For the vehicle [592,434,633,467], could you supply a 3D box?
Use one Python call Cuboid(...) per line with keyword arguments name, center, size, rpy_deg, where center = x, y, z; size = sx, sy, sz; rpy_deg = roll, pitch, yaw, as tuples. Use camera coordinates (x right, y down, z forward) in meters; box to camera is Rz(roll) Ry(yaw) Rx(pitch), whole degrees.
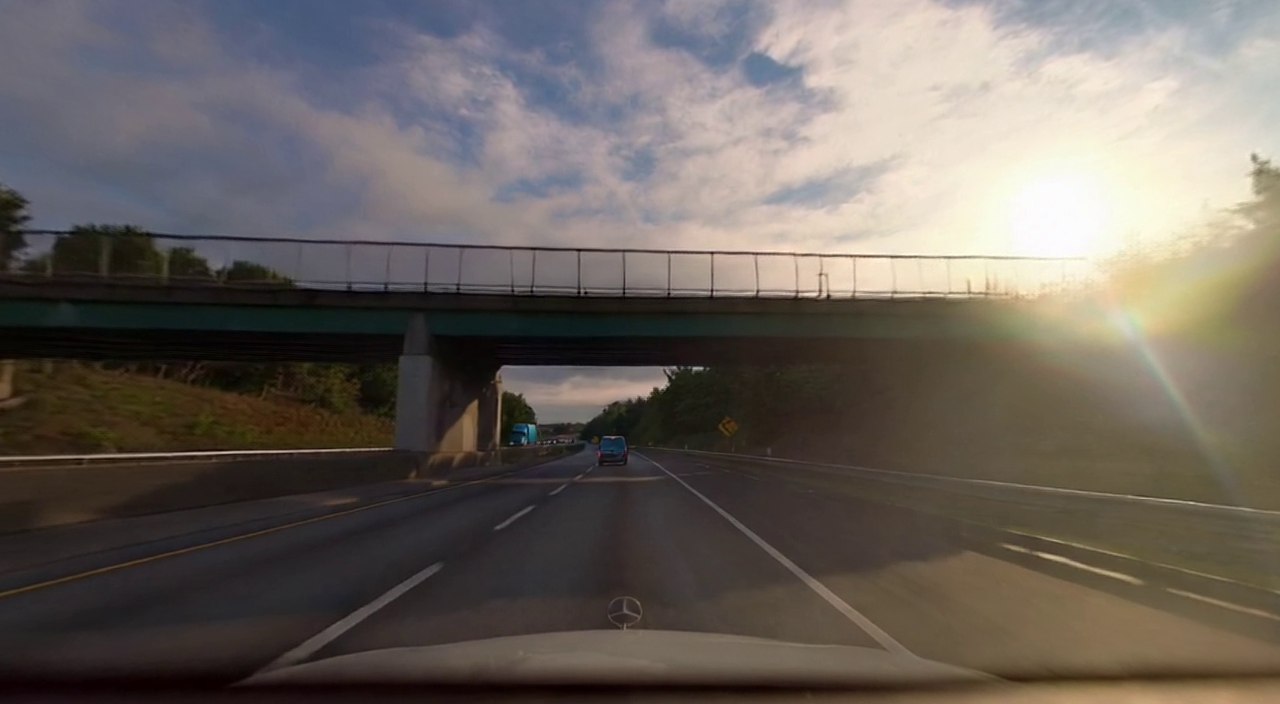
Cuboid(name="vehicle", center=(-1.672, 6.102, 39.138), size=(2.372, 1.891, 5.061), rpy_deg=(0, -8, -2))
